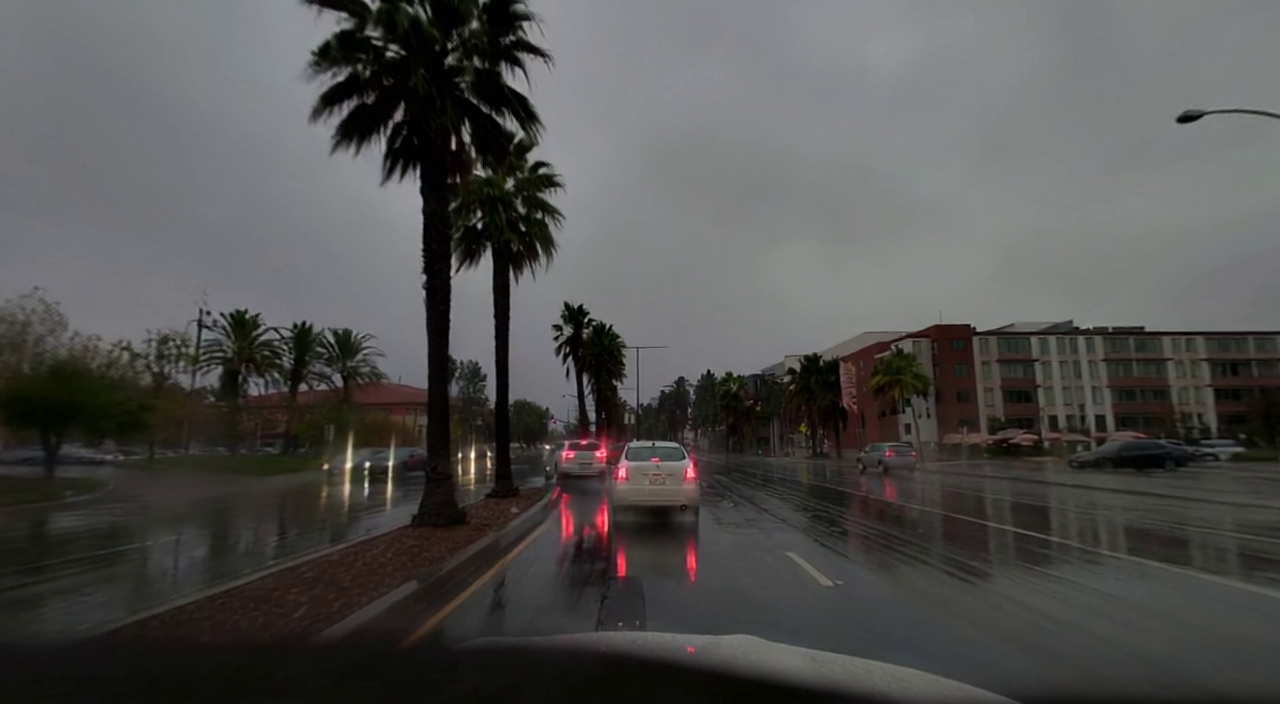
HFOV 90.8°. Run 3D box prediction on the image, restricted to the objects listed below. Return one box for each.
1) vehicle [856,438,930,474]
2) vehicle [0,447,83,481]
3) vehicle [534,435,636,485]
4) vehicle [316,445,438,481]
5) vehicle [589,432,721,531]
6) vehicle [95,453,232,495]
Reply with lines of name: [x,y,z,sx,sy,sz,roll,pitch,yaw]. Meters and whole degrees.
vehicle: [14.104,5.816,35.542,2.131,1.832,5.203,0,-9,2]
vehicle: [-28.694,5.162,29.352,4.287,1.509,1.972,-2,-9,13]
vehicle: [-2.043,3.755,22.264,2.095,1.552,4.457,4,-9,-26]
vehicle: [-11.679,4.909,28.190,4.585,1.479,2.088,-2,-9,13]
vehicle: [0.179,2.284,11.791,1.986,1.473,4.382,0,-9,-1]
vehicle: [-18.002,4.565,23.914,4.071,1.442,1.948,-2,-9,16]
